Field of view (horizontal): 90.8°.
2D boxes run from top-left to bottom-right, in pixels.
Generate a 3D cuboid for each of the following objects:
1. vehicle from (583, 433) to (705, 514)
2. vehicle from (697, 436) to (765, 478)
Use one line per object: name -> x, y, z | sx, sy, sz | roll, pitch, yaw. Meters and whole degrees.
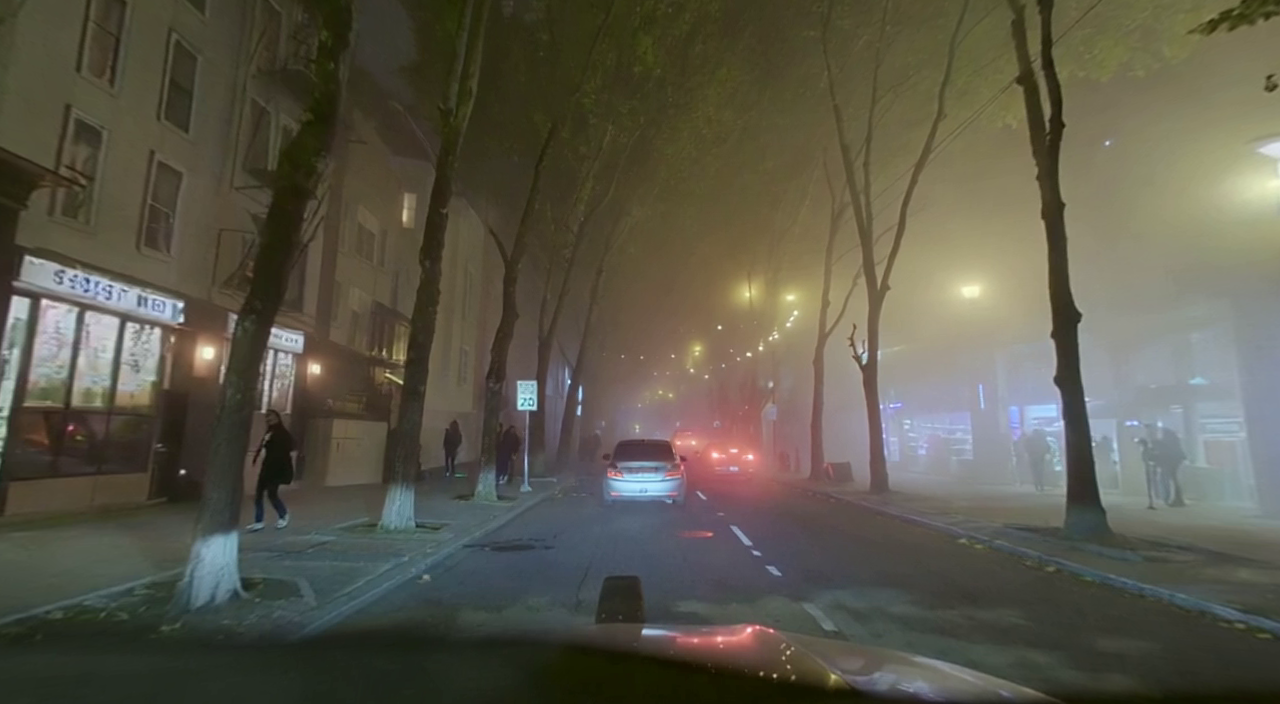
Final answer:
vehicle -> 0.055, 2.575, 13.866 | 2.261, 1.474, 4.130 | 0, -8, -1
vehicle -> 3.575, 4.226, 25.712 | 2.025, 1.523, 4.426 | 0, -8, -1
